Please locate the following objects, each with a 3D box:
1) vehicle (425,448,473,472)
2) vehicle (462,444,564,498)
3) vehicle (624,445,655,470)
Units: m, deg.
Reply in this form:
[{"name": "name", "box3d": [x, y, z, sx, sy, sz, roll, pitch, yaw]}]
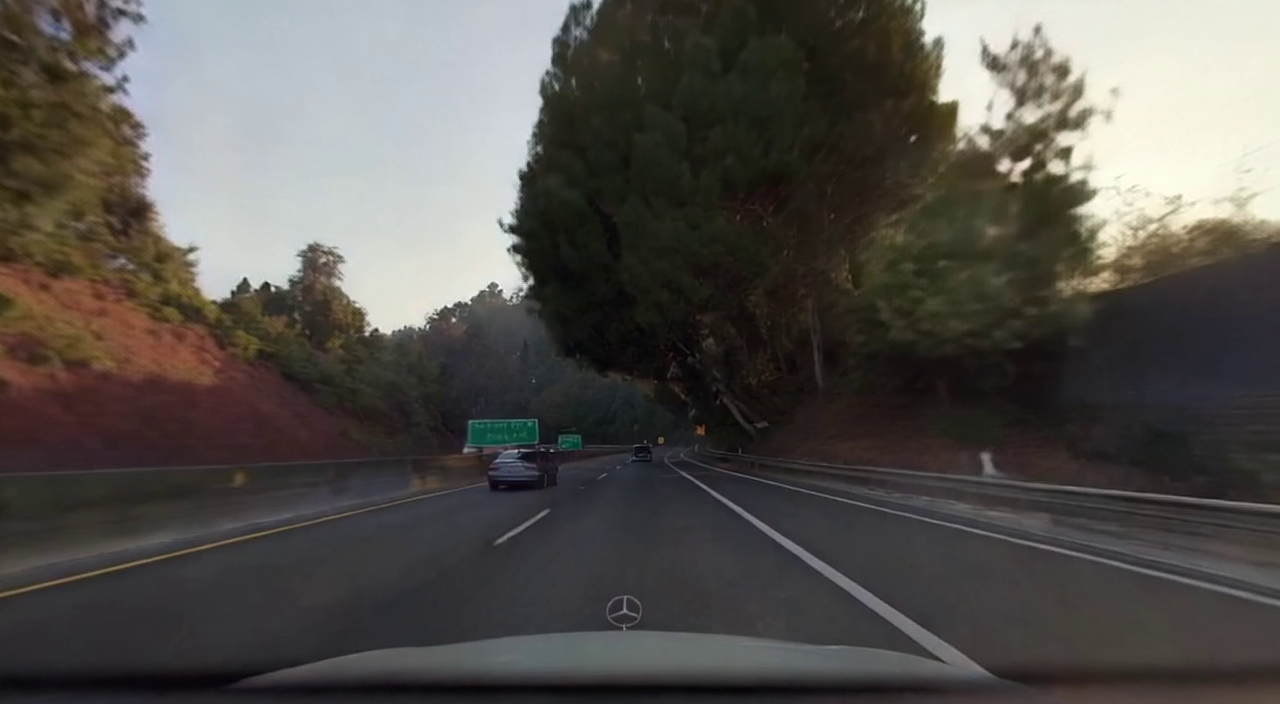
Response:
[{"name": "vehicle", "box3d": [-13.220, 7.487, 43.896, 1.904, 1.580, 4.453, 0, -9, 1]}, {"name": "vehicle", "box3d": [-3.810, 3.661, 19.830, 2.157, 1.483, 4.601, 0, -9, 1]}, {"name": "vehicle", "box3d": [-0.018, 7.176, 43.072, 2.011, 1.590, 3.607, 0, -9, 1]}]
